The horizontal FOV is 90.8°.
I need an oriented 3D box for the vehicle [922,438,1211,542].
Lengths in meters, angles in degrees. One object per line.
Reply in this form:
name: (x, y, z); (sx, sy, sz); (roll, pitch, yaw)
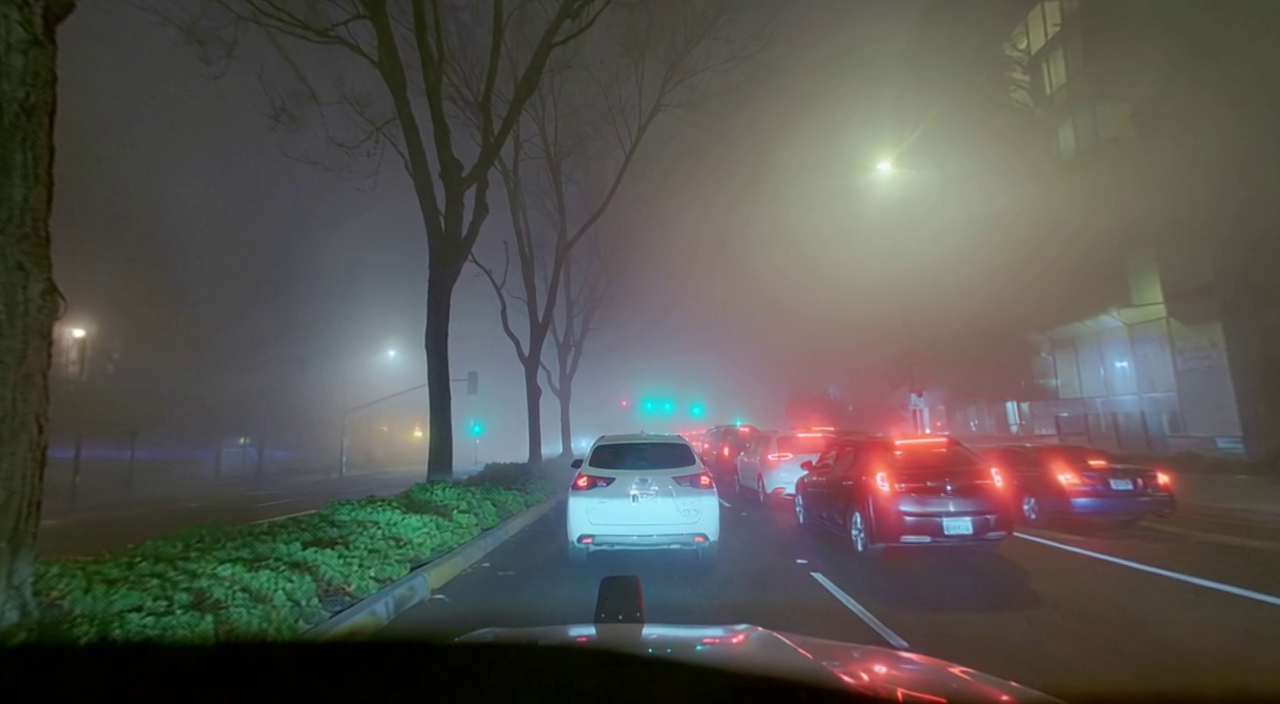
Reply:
vehicle: (6.537, 2.116, 10.351); (1.915, 1.338, 3.874); (0, -8, -2)

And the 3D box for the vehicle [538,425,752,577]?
vehicle: (0.005, 1.777, 8.361); (2.105, 1.474, 4.127); (0, -8, -1)

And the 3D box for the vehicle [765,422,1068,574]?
vehicle: (3.201, 1.781, 8.588); (1.995, 1.483, 4.533); (0, -8, -1)
